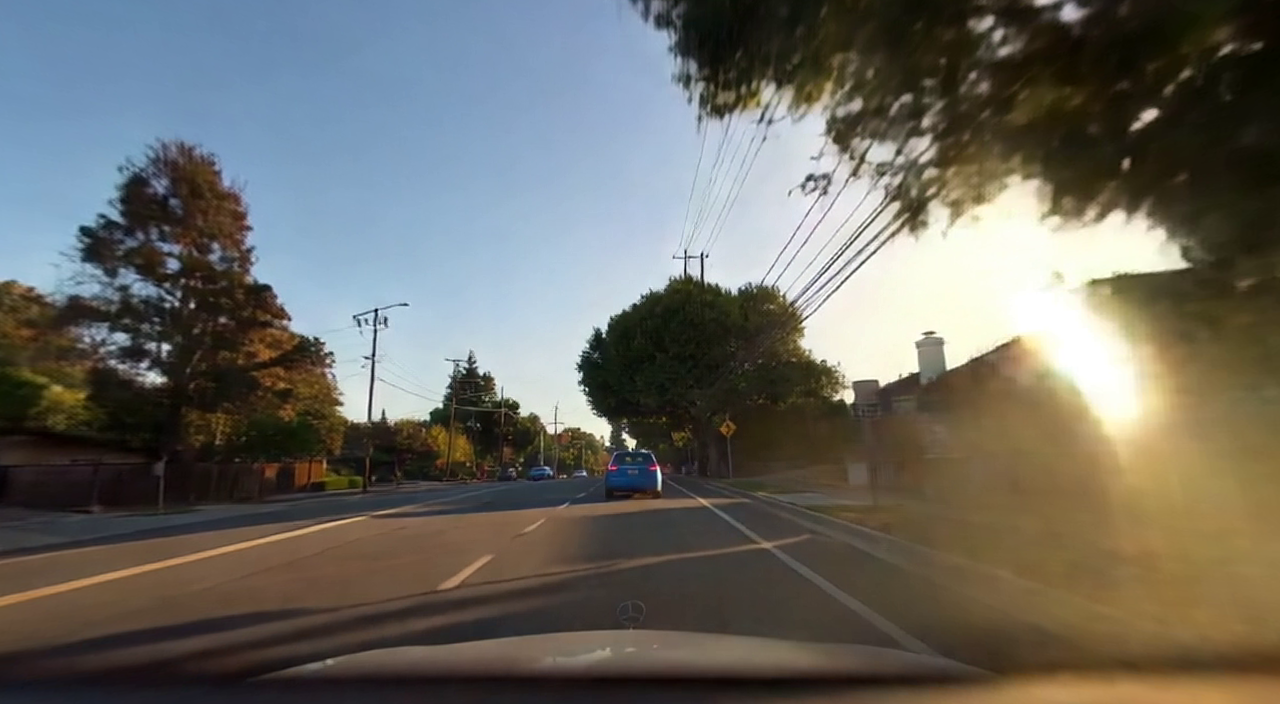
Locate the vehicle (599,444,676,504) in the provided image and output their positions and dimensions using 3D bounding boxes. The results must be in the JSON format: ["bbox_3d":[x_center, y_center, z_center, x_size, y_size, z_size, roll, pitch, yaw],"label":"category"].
[{"bbox_3d":[-0.086,3.761,19.948,2.200,1.653,4.127,0,-8,0],"label":"vehicle"}]
